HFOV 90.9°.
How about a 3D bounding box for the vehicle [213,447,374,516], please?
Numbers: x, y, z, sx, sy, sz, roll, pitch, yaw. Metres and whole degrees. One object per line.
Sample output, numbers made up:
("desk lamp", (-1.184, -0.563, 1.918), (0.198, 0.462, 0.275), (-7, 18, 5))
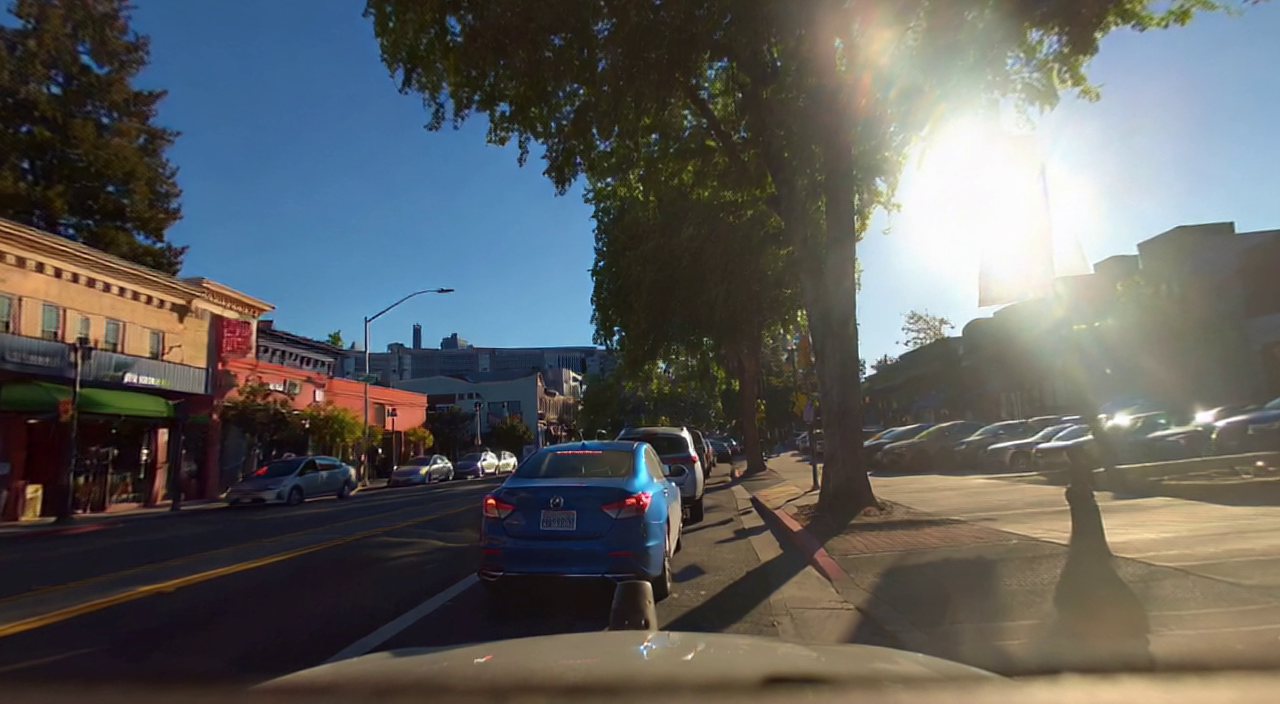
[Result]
("vehicle", (-11.006, 4.069, 20.592), (2.081, 1.718, 5.342), (-6, -9, 3))

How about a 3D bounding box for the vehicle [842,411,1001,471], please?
("vehicle", (9.013, 2.828, 20.223), (4.558, 1.528, 1.915), (-1, -8, -23))

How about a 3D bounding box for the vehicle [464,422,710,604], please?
("vehicle", (-0.265, 1.631, 7.306), (1.939, 1.478, 3.922), (-2, -8, 9))

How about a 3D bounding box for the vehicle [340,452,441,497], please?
("vehicle", (-10.257, 5.033, 26.283), (1.826, 1.432, 4.556), (-7, -9, 8))
